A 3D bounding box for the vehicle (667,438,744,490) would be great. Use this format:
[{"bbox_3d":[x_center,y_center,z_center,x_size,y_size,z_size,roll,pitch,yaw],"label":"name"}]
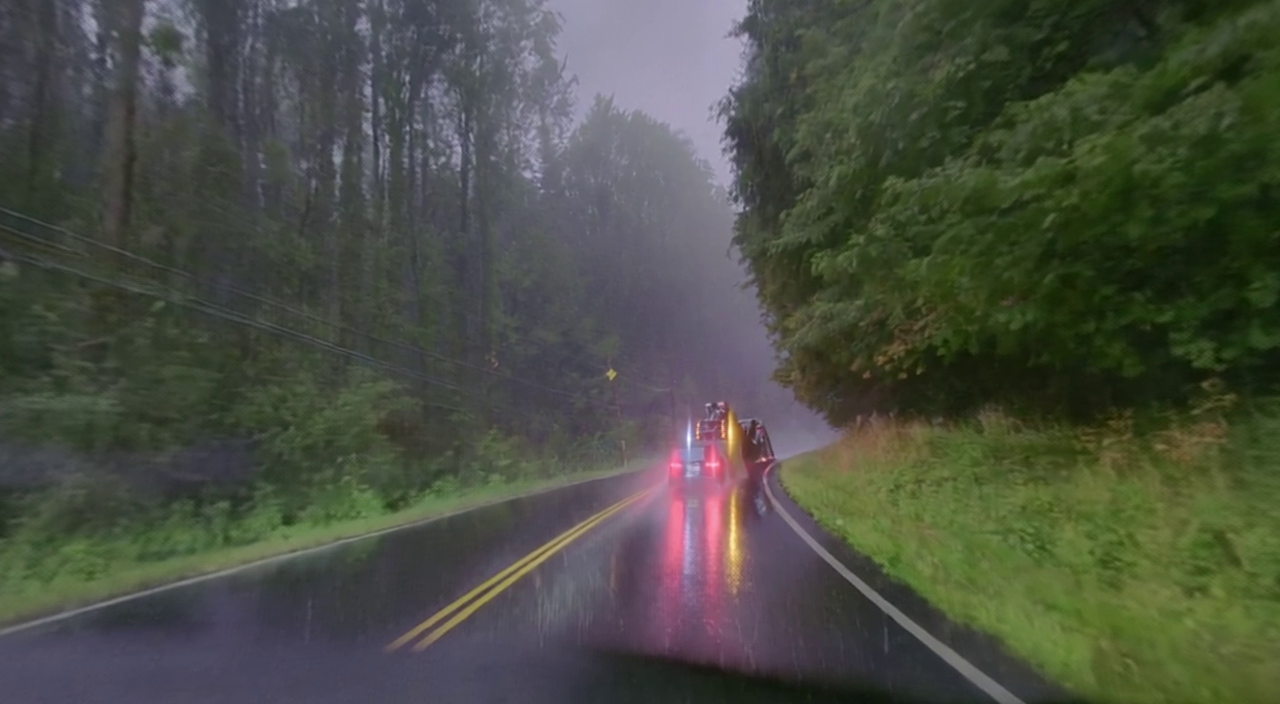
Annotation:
[{"bbox_3d":[2.139,3.575,20.486,2.196,1.465,4.294,-1,-9,7],"label":"vehicle"}]
